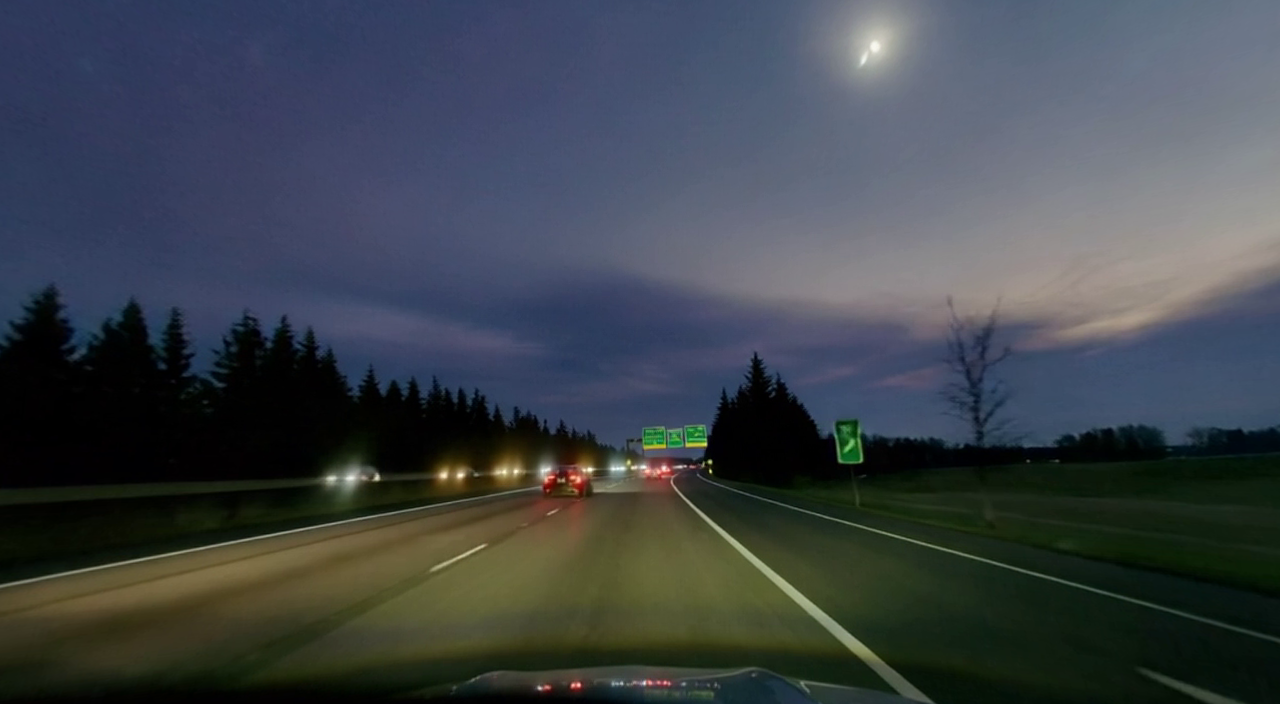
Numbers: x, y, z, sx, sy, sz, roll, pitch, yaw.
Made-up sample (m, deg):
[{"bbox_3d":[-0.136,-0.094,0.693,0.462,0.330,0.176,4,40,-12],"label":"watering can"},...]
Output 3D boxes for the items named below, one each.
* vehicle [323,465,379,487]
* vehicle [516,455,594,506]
[{"bbox_3d":[-21.276,9.152,46.594,1.887,1.539,4.225,1,-10,3],"label":"vehicle"},{"bbox_3d":[-2.953,4.622,22.869,2.000,1.594,3.996,1,-11,4],"label":"vehicle"}]
